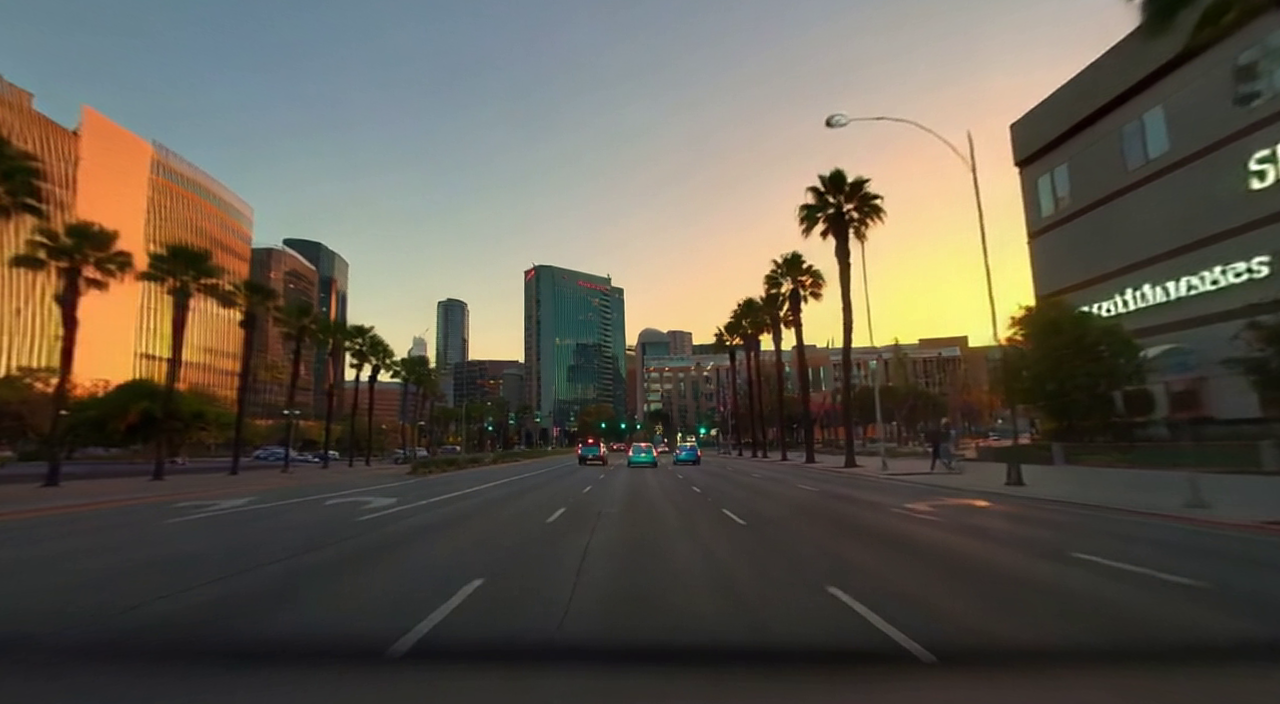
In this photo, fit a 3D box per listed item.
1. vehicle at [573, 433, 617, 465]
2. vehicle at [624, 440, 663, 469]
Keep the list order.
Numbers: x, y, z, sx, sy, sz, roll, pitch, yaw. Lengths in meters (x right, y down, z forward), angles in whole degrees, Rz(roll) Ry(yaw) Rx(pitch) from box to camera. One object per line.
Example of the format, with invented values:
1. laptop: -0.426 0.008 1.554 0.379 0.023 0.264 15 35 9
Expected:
1. vehicle: -3.128 6.921 45.207 2.672 2.064 5.681 0 -9 1
2. vehicle: 0.214 6.014 37.224 2.160 1.615 4.117 0 -9 0
